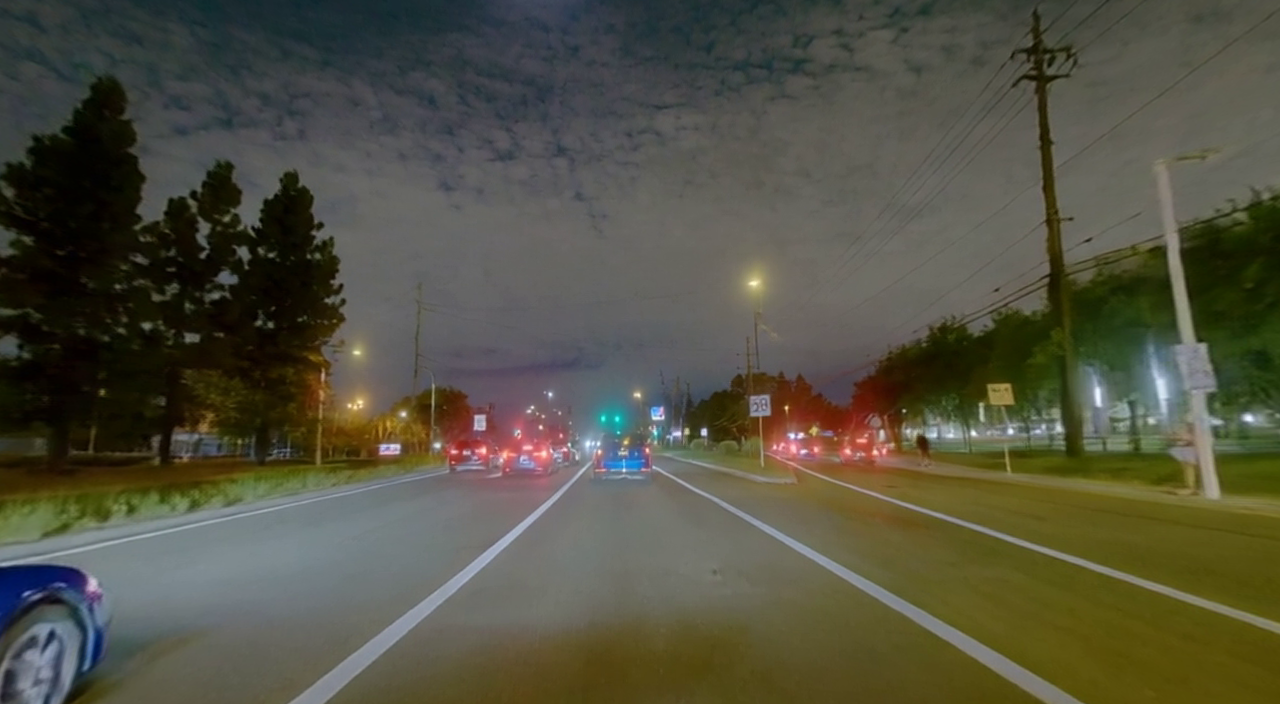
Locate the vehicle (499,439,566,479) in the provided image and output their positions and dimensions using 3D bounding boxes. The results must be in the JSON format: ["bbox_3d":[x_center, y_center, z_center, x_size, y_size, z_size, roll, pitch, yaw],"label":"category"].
[{"bbox_3d":[-4.363,4.420,26.383,2.087,1.485,4.452,0,-9,-1],"label":"vehicle"}]

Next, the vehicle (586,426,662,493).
[{"bbox_3d":[-0.488,3.149,18.798,2.012,1.769,3.897,0,-9,-2],"label":"vehicle"}]

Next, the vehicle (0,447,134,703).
[{"bbox_3d":[-3.623,0.823,1.061,1.865,1.314,4.461,0,-9,0],"label":"vehicle"}]

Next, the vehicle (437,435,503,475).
[{"bbox_3d":[-7.398,4.529,27.904,1.860,1.634,4.089,0,-9,-2],"label":"vehicle"}]
